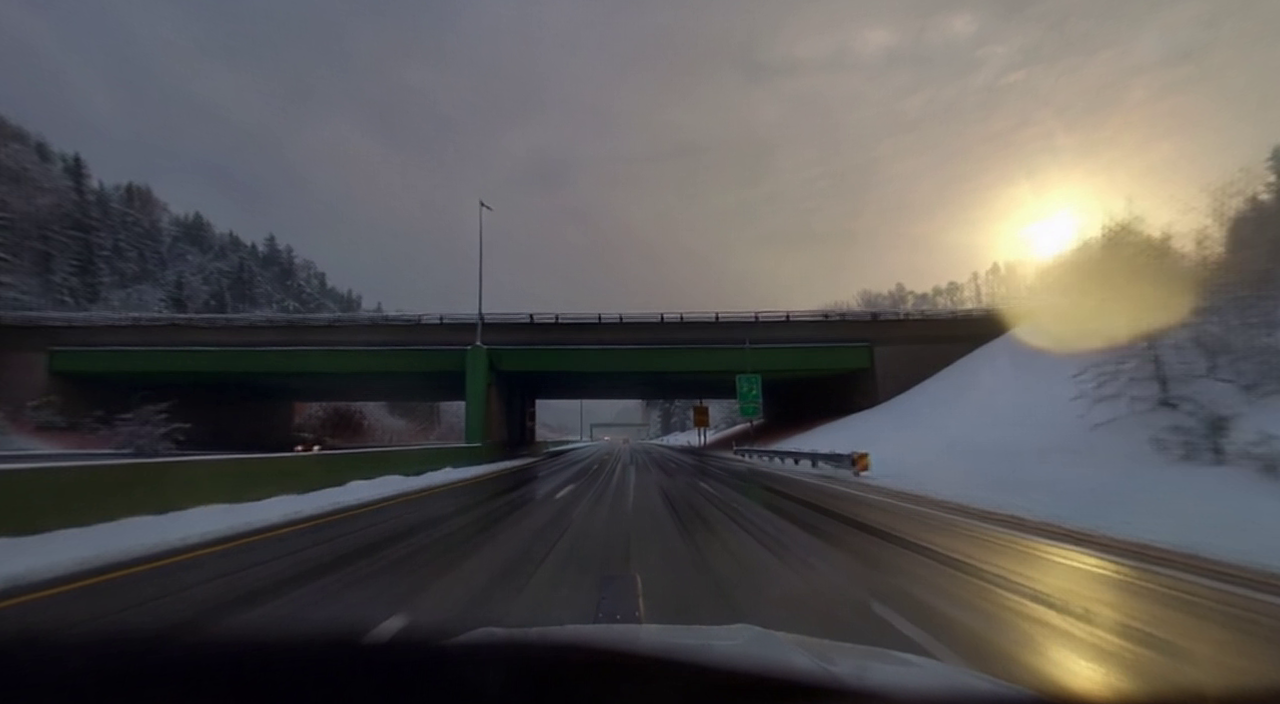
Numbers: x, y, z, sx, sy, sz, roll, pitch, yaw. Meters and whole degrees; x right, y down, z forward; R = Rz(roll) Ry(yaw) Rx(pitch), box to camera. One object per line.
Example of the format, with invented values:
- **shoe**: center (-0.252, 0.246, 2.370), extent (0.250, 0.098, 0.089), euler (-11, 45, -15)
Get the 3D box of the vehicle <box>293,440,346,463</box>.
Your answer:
- **vehicle**: center (-22.594, 6.990, 44.500), extent (1.863, 1.490, 3.869), euler (0, -8, -3)
